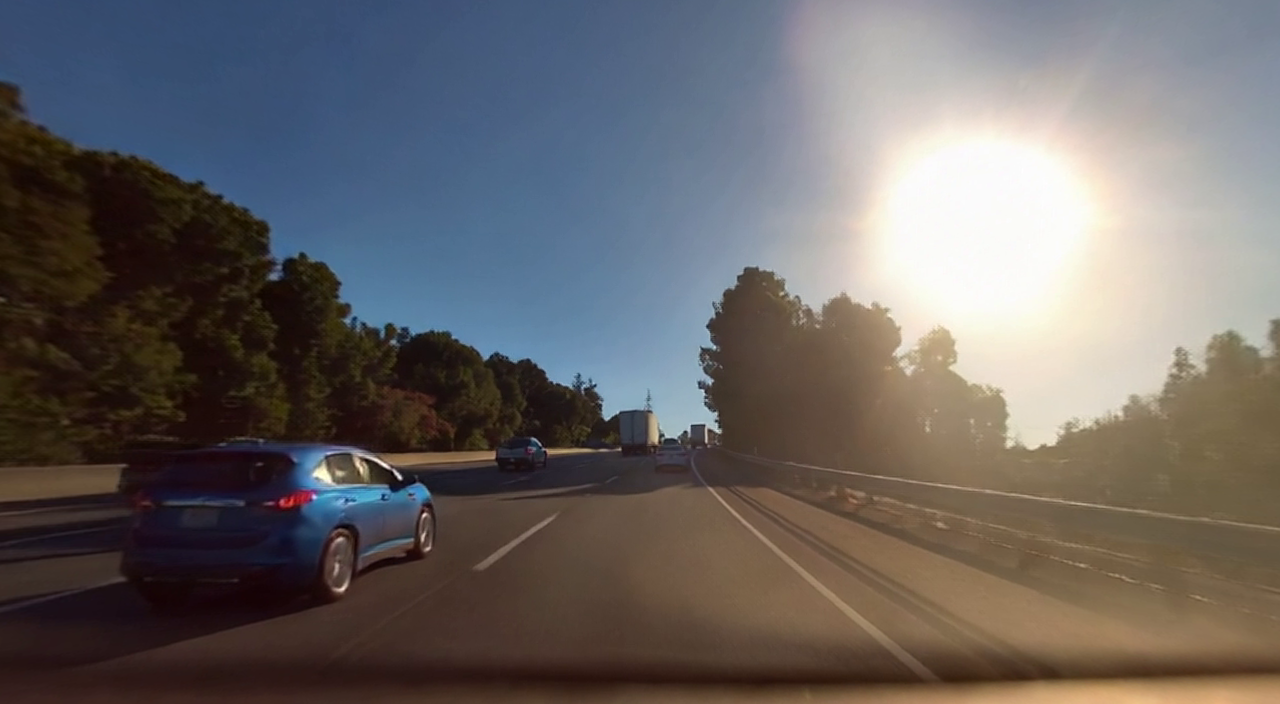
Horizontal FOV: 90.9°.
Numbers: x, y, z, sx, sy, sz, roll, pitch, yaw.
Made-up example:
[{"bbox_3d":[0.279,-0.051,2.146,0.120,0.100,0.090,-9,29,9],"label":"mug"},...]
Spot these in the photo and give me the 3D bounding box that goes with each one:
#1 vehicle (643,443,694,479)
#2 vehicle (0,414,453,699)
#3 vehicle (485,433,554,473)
[{"bbox_3d":[1.217,4.541,26.520,1.984,1.365,3.767,0,-9,3],"label":"vehicle"},{"bbox_3d":[-3.417,1.430,5.716,1.916,1.486,4.631,0,-9,2],"label":"vehicle"},{"bbox_3d":[-5.918,5.028,31.555,2.142,1.833,4.854,-1,-9,5],"label":"vehicle"}]
